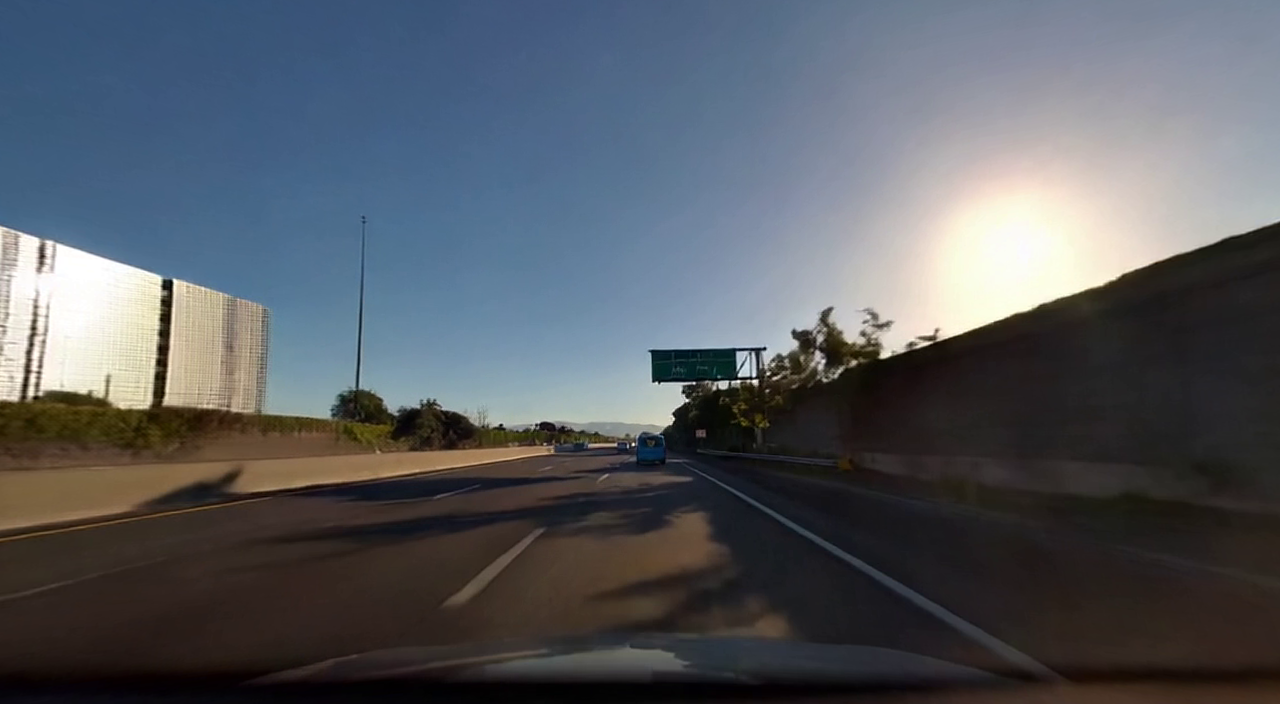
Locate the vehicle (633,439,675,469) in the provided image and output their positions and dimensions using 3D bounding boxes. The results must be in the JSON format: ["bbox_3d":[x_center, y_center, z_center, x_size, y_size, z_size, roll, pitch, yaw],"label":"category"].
[{"bbox_3d":[0.669,5.200,32.276,1.997,1.484,3.409,0,-8,0],"label":"vehicle"}]
